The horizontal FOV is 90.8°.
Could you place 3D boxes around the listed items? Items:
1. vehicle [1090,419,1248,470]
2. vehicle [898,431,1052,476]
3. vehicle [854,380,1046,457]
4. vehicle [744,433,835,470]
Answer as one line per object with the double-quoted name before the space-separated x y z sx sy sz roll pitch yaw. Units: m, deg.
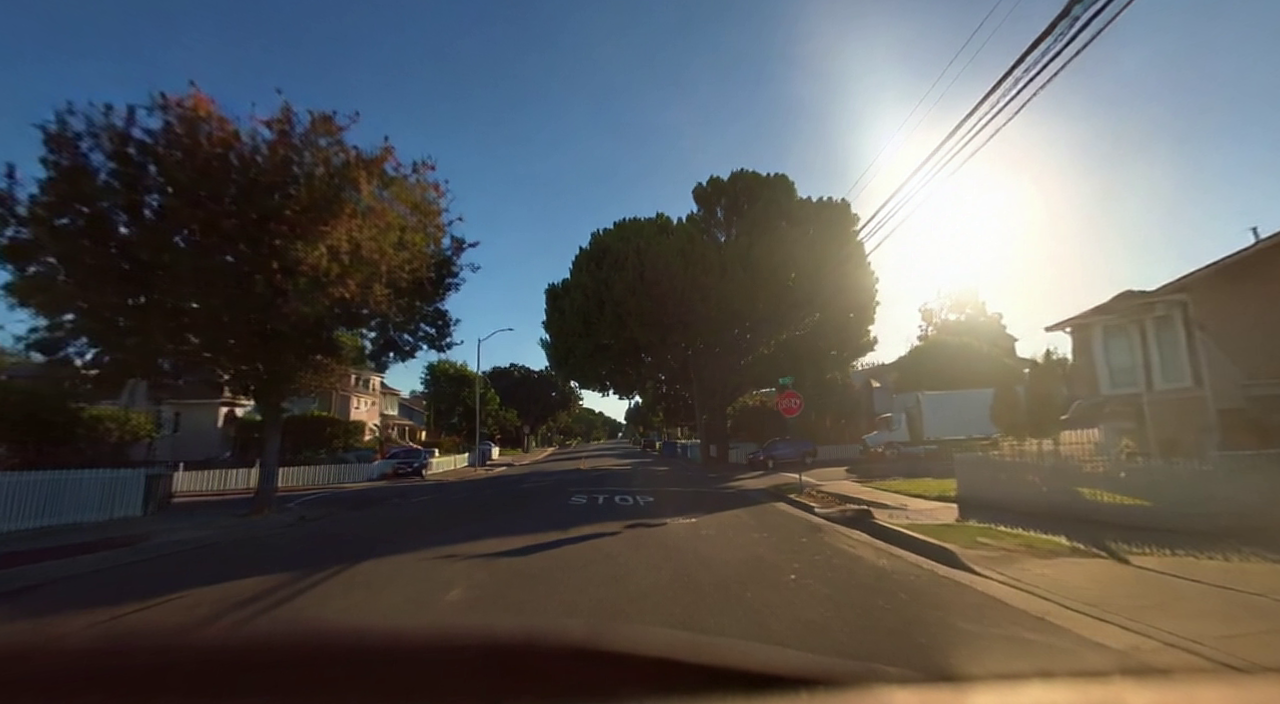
"vehicle" 19.303 3.399 23.180 3.982 1.661 2.106 2 -9 -4
"vehicle" 12.091 3.673 22.993 4.488 1.507 1.954 0 -8 -4
"vehicle" 14.972 3.330 31.050 7.759 3.523 2.930 0 -9 0
"vehicle" 7.278 4.899 31.085 3.867 1.710 2.107 0 -9 -1
